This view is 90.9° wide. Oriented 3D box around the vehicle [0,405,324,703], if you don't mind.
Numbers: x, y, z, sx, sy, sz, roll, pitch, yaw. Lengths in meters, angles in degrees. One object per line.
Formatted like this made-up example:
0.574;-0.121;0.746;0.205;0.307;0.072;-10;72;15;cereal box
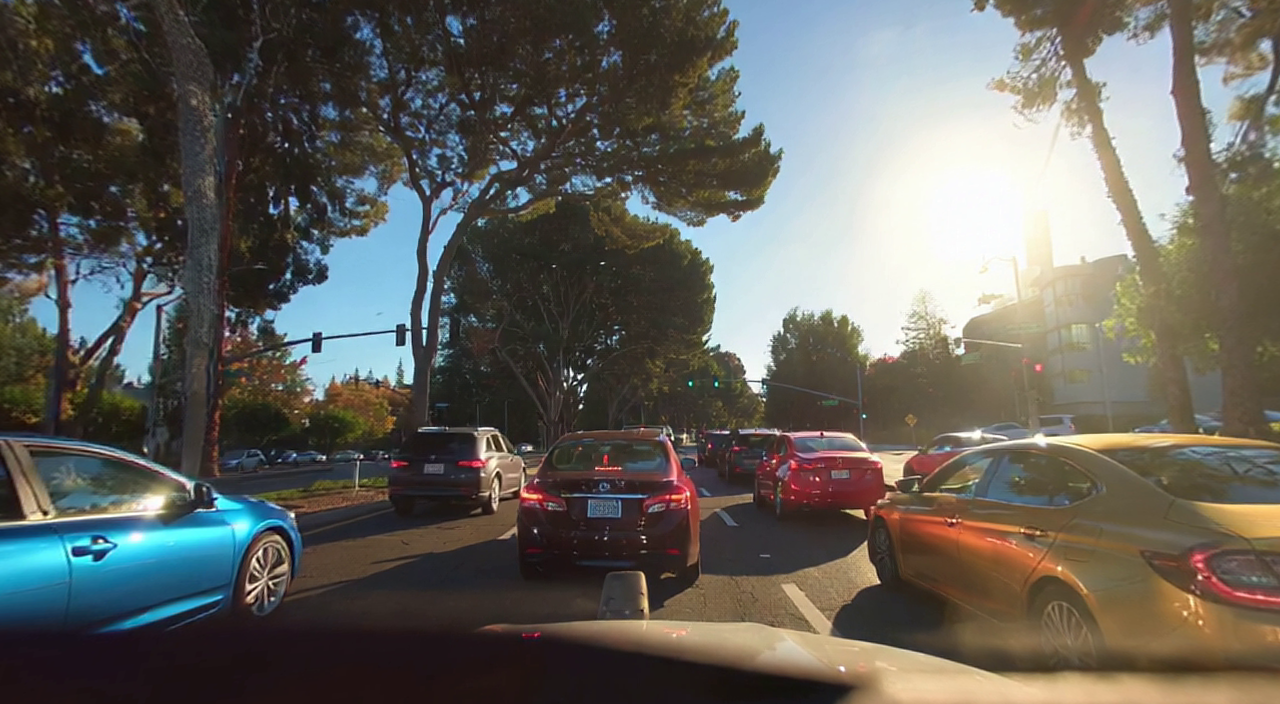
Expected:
-3.652;1.042;3.107;1.935;1.482;4.433;0;-8;-1;vehicle

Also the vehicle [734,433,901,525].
3.177;2.336;12.329;1.975;1.460;4.357;0;-8;0;vehicle

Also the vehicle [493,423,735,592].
-0.259;1.668;7.575;2.147;1.479;3.803;0;-8;-1;vehicle

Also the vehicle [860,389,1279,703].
3.132;1.152;4.057;1.903;1.480;4.270;0;-8;0;vehicle

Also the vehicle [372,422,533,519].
-3.708;2.430;13.413;1.961;1.714;4.268;-1;-8;2;vehicle
